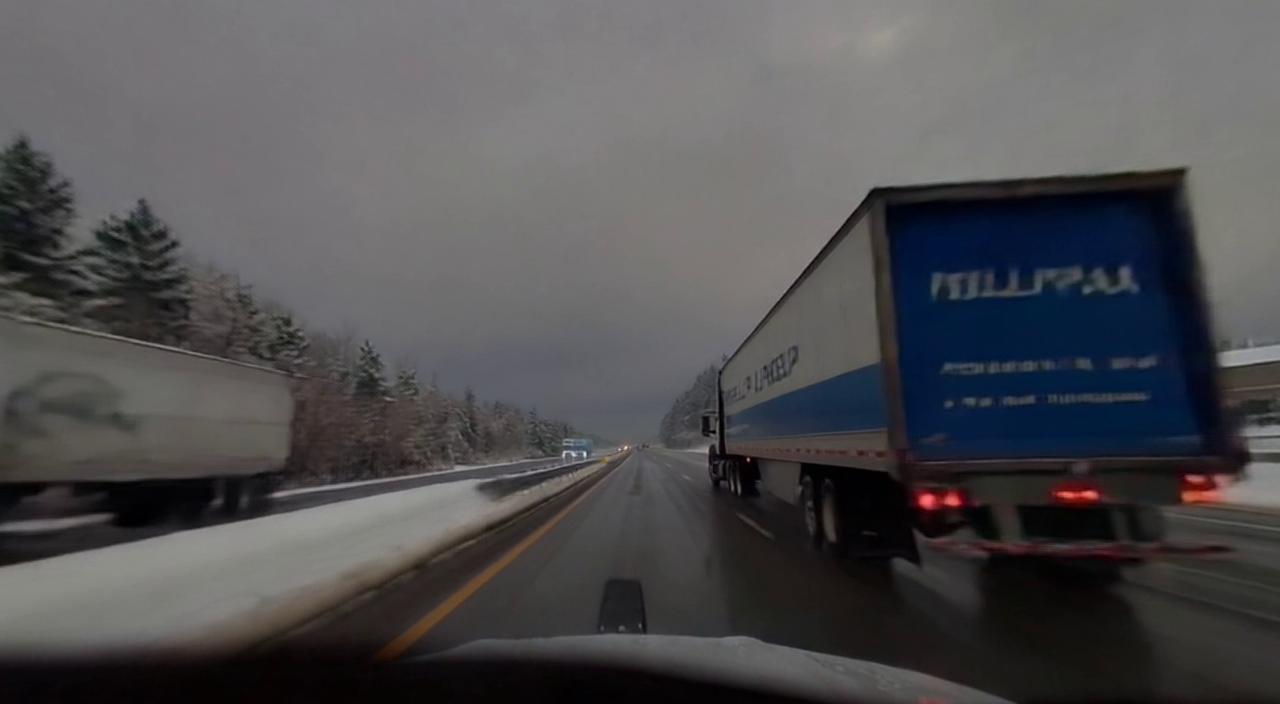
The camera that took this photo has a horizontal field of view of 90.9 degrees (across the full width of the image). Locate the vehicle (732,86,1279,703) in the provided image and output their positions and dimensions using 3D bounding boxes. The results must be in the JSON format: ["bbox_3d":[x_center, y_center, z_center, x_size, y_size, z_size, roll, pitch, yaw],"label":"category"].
[{"bbox_3d":[4.044,1.098,10.364,3.341,4.269,12.252,0,-9,1],"label":"vehicle"}]

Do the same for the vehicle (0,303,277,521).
[{"bbox_3d":[-13.129,1.474,13.832,3.302,3.833,12.408,0,-9,-2],"label":"vehicle"}]
